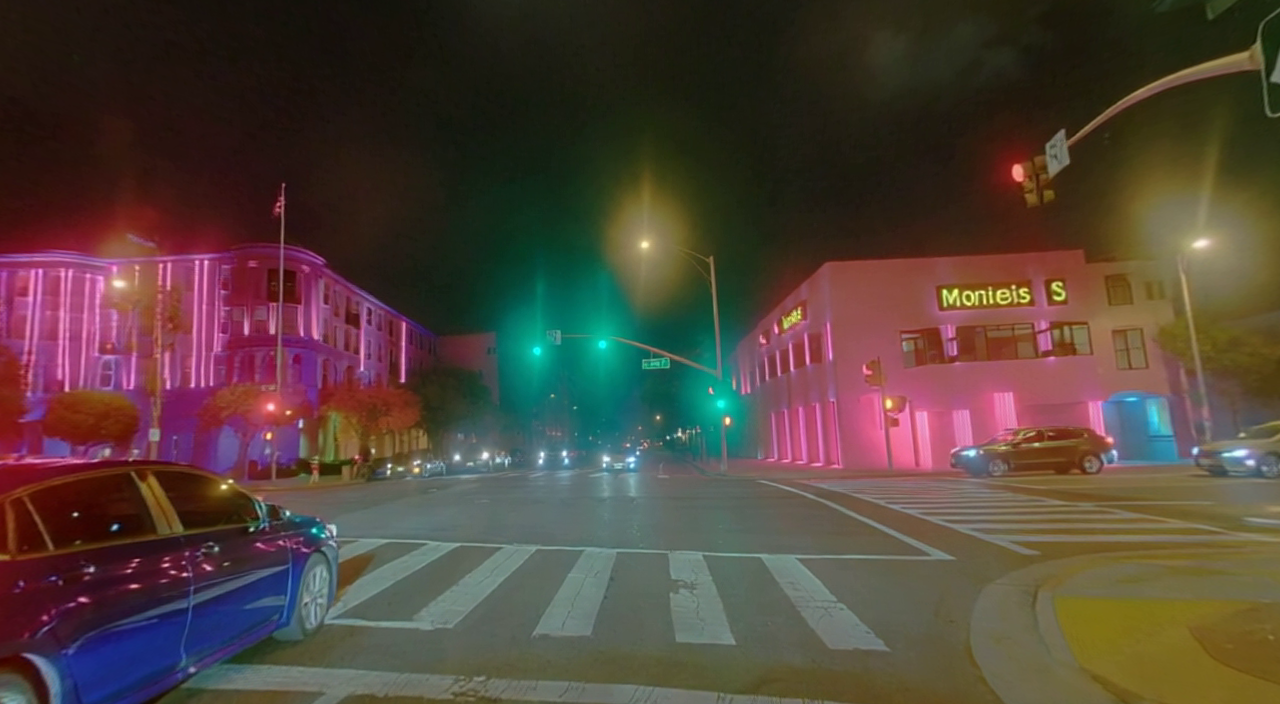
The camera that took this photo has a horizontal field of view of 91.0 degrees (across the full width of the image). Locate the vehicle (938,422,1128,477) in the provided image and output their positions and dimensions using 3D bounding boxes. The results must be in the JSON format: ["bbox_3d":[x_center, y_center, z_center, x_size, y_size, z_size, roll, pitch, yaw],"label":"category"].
[{"bbox_3d":[11.565,2.898,18.795,4.355,1.546,1.820,-1,-9,6],"label":"vehicle"}]

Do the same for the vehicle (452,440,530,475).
[{"bbox_3d":[-8.379,5.977,36.057,2.152,1.825,5.406,-2,-9,12],"label":"vehicle"}]

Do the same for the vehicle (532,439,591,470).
[{"bbox_3d":[-4.498,5.977,36.883,1.928,1.647,4.575,-2,-9,13],"label":"vehicle"}]

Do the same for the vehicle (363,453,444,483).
[{"bbox_3d":[-12.593,6.170,33.873,1.976,1.425,4.567,-1,-9,9],"label":"vehicle"}]

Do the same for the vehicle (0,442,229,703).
[{"bbox_3d":[-3.735,0.972,2.153,1.759,1.325,4.295,0,-9,0],"label":"vehicle"}]
